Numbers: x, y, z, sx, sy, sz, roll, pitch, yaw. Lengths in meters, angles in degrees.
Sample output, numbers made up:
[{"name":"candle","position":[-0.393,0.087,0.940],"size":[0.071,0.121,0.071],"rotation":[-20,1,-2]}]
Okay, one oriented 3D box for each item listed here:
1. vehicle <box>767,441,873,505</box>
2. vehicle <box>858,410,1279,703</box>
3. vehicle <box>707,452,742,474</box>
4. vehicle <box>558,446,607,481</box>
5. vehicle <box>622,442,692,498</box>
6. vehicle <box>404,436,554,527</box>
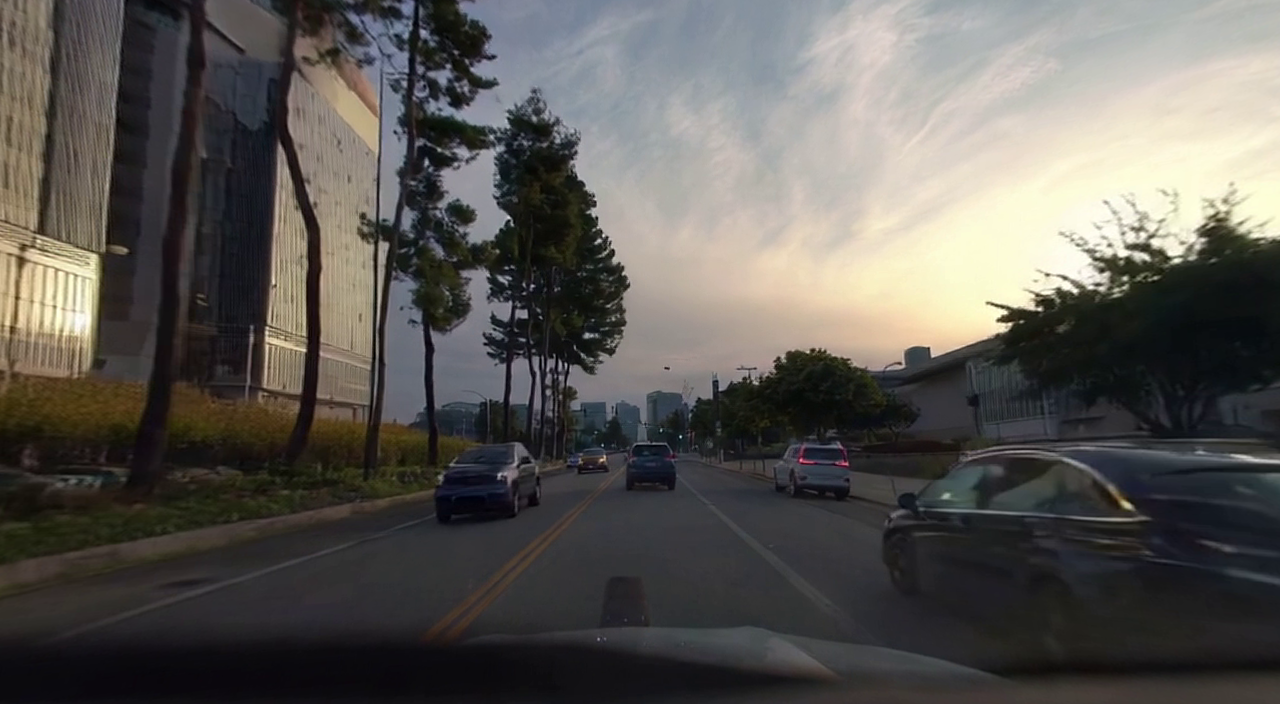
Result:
[{"name":"vehicle","position":[5.680,3.852,20.599],"size":[2.059,1.813,4.637],"rotation":[0,-9,-1]},{"name":"vehicle","position":[2.869,1.166,3.318],"size":[1.991,1.536,4.116],"rotation":[0,-9,1]},{"name":"vehicle","position":[6.182,8.164,46.584],"size":[1.885,1.467,4.546],"rotation":[0,-9,0]},{"name":"vehicle","position":[-3.031,5.973,34.076],"size":[2.124,1.731,4.227],"rotation":[0,-9,2]},{"name":"vehicle","position":[0.534,3.827,20.786],"size":[2.105,1.653,3.887],"rotation":[0,-9,1]},{"name":"vehicle","position":[-3.382,2.815,14.300],"size":[2.167,1.717,4.448],"rotation":[0,-9,1]}]
